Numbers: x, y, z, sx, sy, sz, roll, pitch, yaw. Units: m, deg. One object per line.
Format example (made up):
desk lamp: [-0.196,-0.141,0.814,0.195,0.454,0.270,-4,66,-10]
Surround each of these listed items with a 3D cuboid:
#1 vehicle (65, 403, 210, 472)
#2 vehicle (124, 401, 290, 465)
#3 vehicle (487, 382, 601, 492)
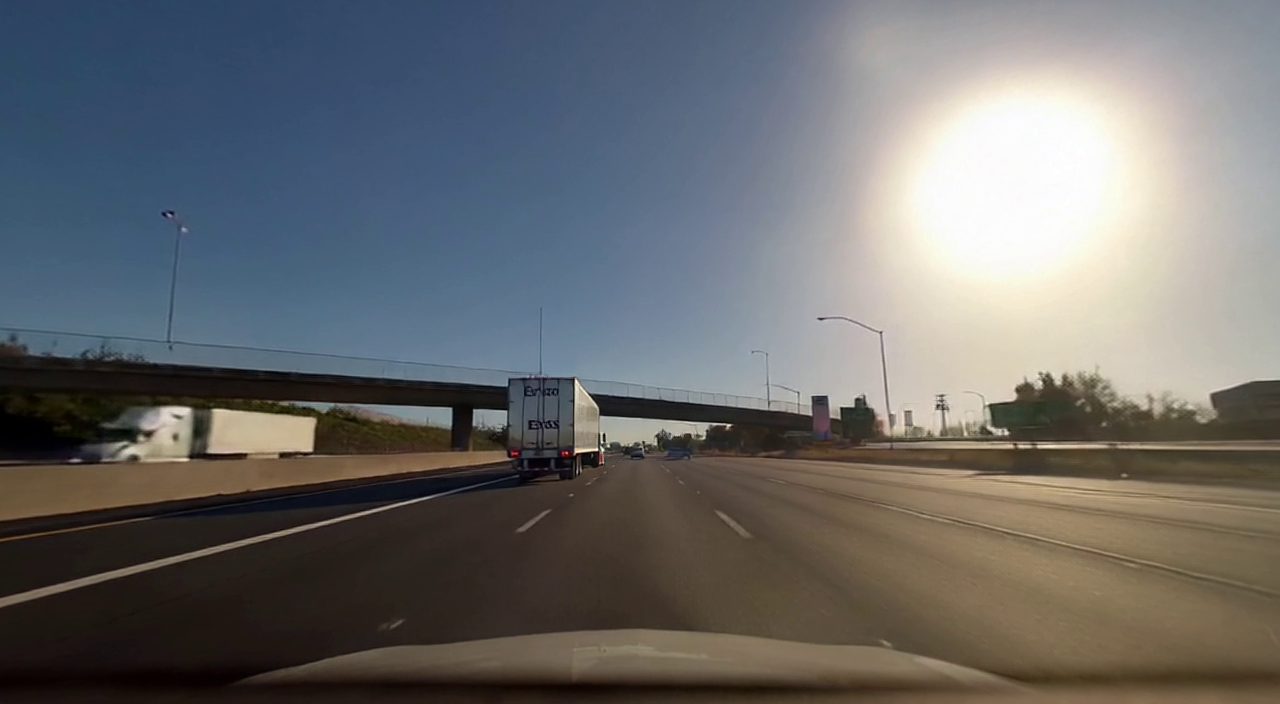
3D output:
vehicle: [-28.858,5.015,36.633,3.020,3.679,6.256,0,-9,0]
vehicle: [-28.823,5.709,43.094,2.921,3.762,11.824,0,-9,0]
vehicle: [-3.267,3.300,24.020,2.922,3.458,8.360,0,-9,1]
